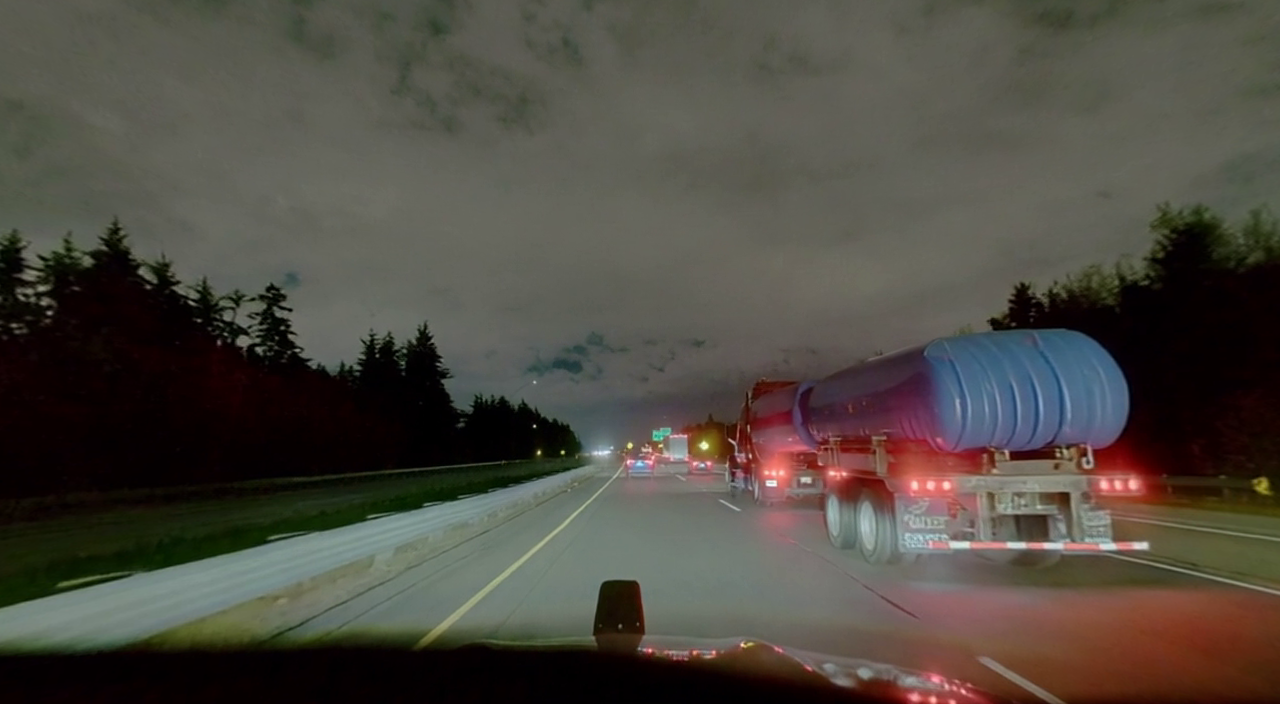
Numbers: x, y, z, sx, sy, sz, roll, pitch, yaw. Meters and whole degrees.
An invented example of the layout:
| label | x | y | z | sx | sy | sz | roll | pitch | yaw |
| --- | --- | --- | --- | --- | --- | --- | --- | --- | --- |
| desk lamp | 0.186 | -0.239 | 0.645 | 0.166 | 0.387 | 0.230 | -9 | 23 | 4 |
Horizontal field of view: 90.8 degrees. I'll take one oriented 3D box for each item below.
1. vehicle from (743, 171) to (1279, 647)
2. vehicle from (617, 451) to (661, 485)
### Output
| label | x | y | z | sx | sy | sz | roll | pitch | yaw |
| --- | --- | --- | --- | --- | --- | --- | --- | --- | --- |
| vehicle | 4.023 | 1.208 | 10.351 | 2.694 | 3.453 | 11.641 | 0 | -9 | 0 |
| vehicle | -0.065 | 5.600 | 30.692 | 2.003 | 1.490 | 3.636 | 0 | -9 | 0 |
